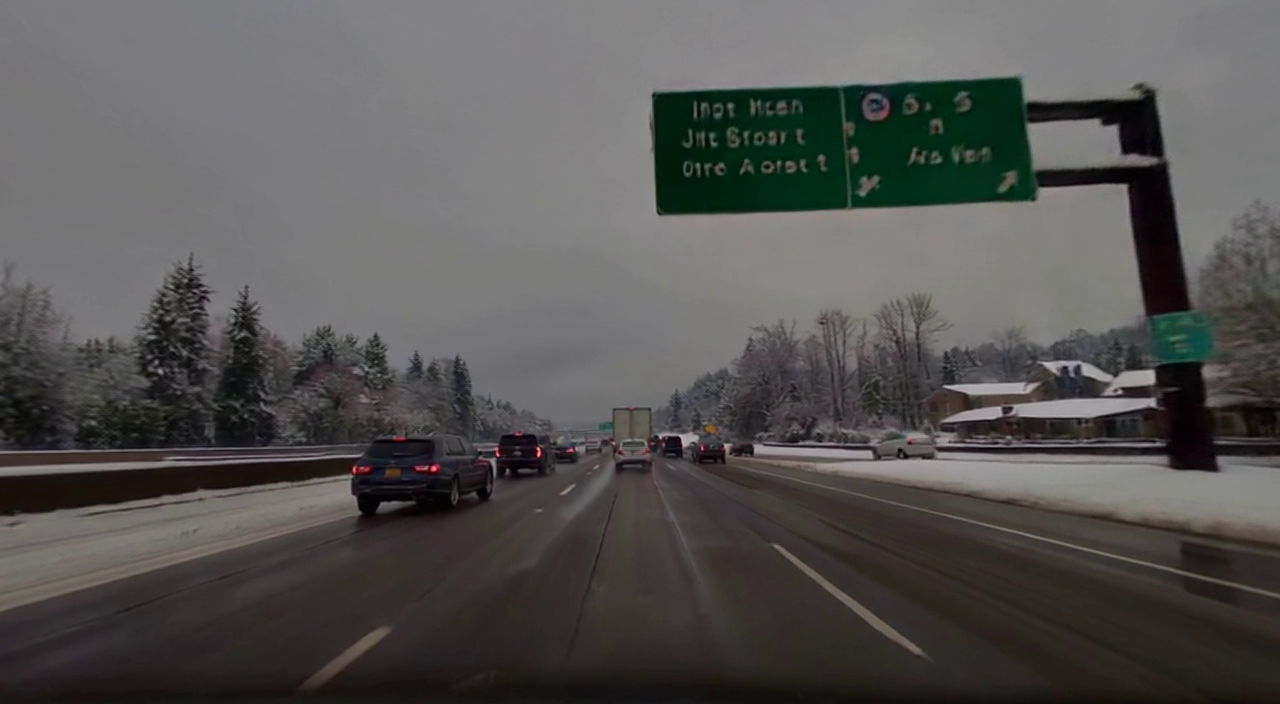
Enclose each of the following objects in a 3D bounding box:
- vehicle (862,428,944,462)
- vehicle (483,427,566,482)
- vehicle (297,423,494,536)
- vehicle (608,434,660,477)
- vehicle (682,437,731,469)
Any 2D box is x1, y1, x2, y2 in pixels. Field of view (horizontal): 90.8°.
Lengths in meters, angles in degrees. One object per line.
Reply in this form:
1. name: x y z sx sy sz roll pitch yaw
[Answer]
1. vehicle: 13.544 4.835 32.770 2.048 1.674 4.106 1 -9 -8
2. vehicle: -4.468 4.081 25.405 2.301 1.944 5.482 0 -9 0
3. vehicle: -4.138 2.223 11.547 1.988 1.668 4.021 0 -9 0
4. vehicle: -0.271 4.459 27.480 2.063 1.703 4.203 0 -9 -1
5. vehicle: 3.437 5.341 33.479 2.027 1.554 4.252 0 -9 -1
